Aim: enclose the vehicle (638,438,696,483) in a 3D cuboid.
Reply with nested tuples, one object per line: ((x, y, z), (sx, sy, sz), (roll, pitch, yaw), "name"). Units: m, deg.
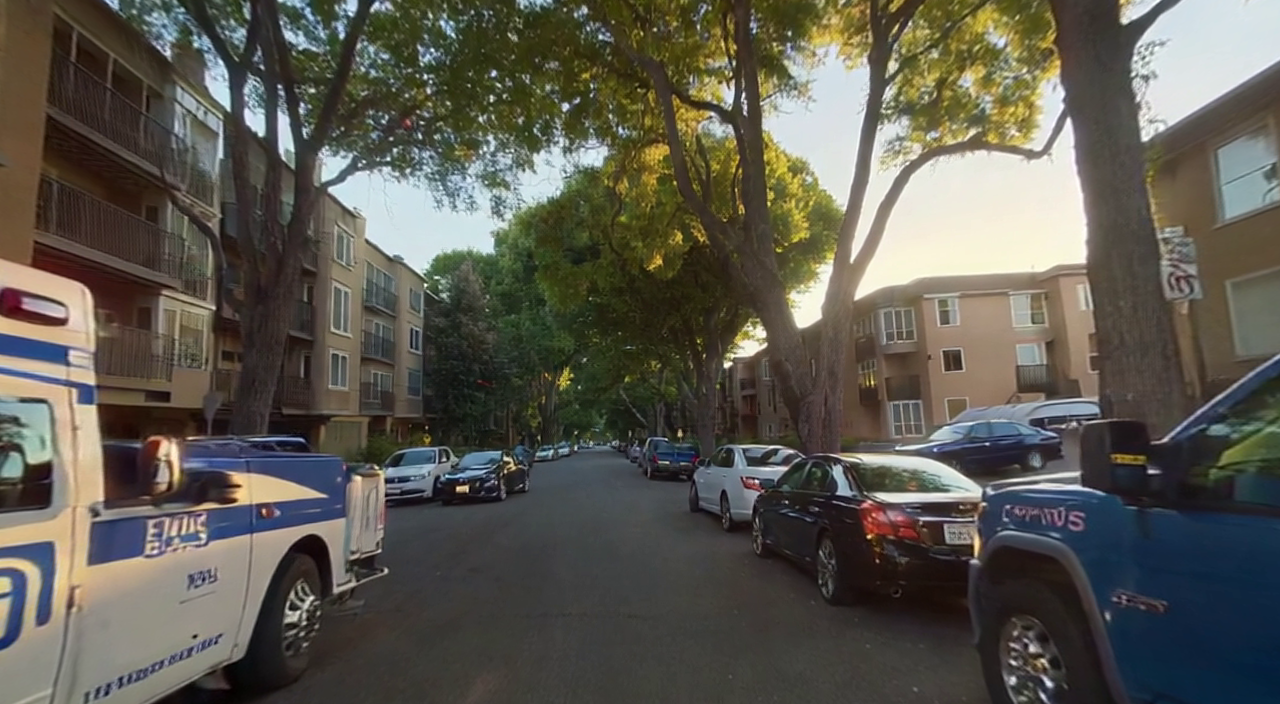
((1.026, 4.425, 26.034), (1.878, 1.664, 4.033), (1, -8, -5), "vehicle")

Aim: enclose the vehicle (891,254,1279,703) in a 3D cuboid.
((2.669, 0.534, 0.580), (2.369, 1.761, 5.836), (0, -8, -1), "vehicle")

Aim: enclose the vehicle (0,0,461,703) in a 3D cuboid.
((-2.657, 0.204, 1.326), (2.705, 2.859, 6.875), (0, -8, -2), "vehicle")

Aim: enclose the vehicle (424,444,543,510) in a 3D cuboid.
((-3.982, 3.230, 16.936), (1.966, 1.515, 4.394), (0, -8, 1), "vehicle")
